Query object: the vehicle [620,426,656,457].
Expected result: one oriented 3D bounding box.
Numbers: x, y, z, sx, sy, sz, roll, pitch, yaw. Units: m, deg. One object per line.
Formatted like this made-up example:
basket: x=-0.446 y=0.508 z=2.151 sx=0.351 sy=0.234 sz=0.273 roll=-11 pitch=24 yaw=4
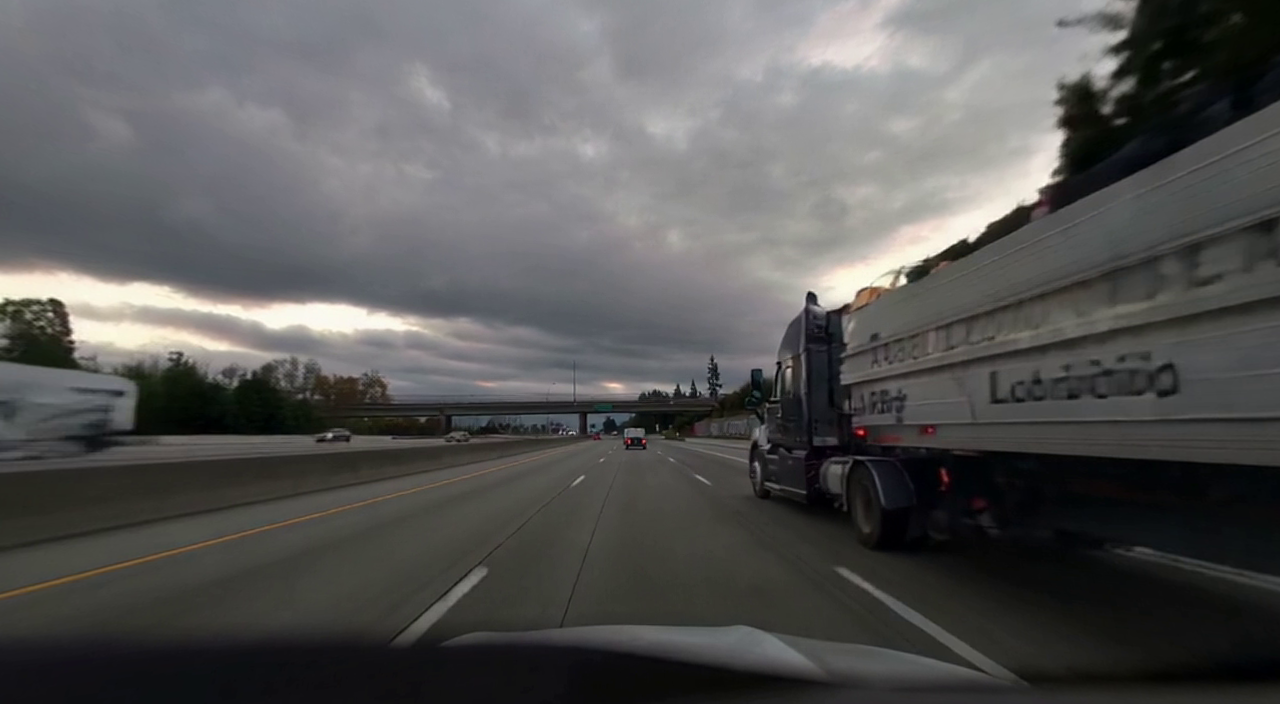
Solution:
vehicle: x=-0.182 y=5.867 z=41.580 sx=2.277 sy=1.913 sz=4.510 roll=0 pitch=-8 yaw=-1
